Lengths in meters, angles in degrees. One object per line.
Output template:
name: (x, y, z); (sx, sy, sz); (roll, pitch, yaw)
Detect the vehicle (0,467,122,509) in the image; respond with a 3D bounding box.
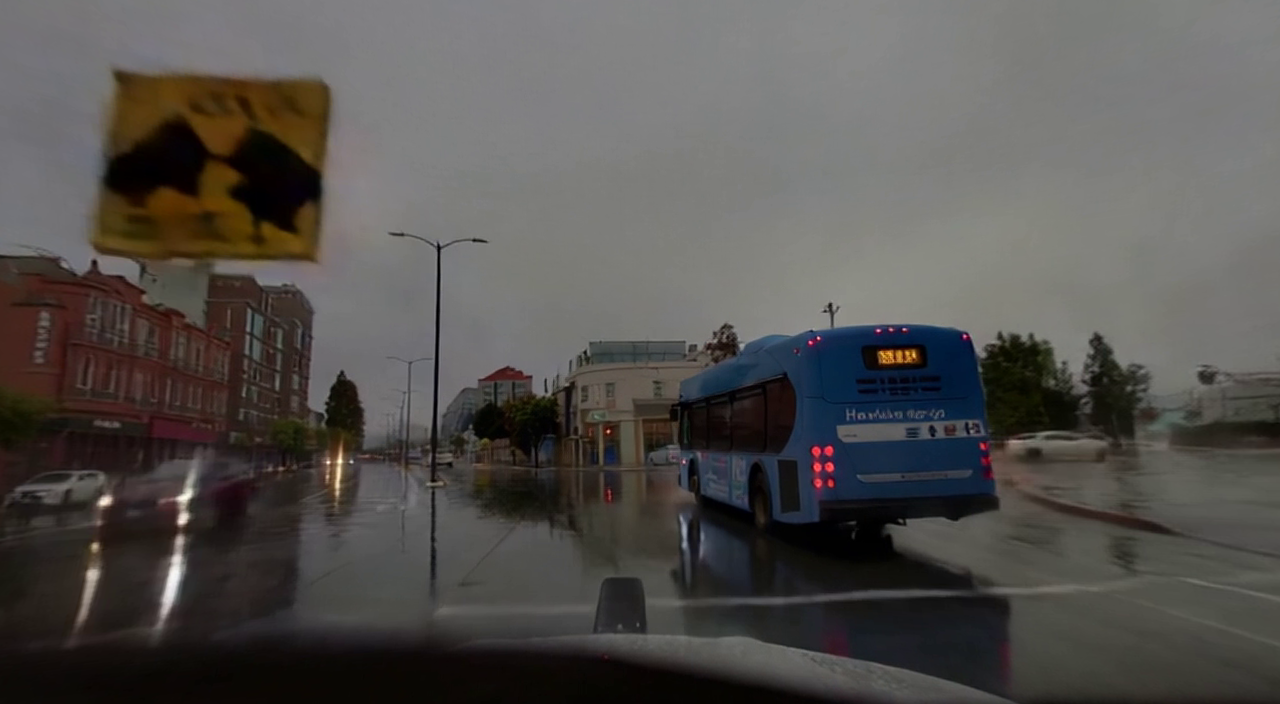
vehicle: (-25.081, 5.764, 26.998); (4.384, 1.500, 1.864); (6, -11, -37)

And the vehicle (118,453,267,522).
vehicle: (-11.744, 3.513, 16.939); (1.944, 1.505, 3.944); (2, -9, -16)

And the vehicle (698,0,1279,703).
vehicle: (2.820, 0.258, 3.693); (3.194, 3.345, 12.428); (0, -8, -3)
